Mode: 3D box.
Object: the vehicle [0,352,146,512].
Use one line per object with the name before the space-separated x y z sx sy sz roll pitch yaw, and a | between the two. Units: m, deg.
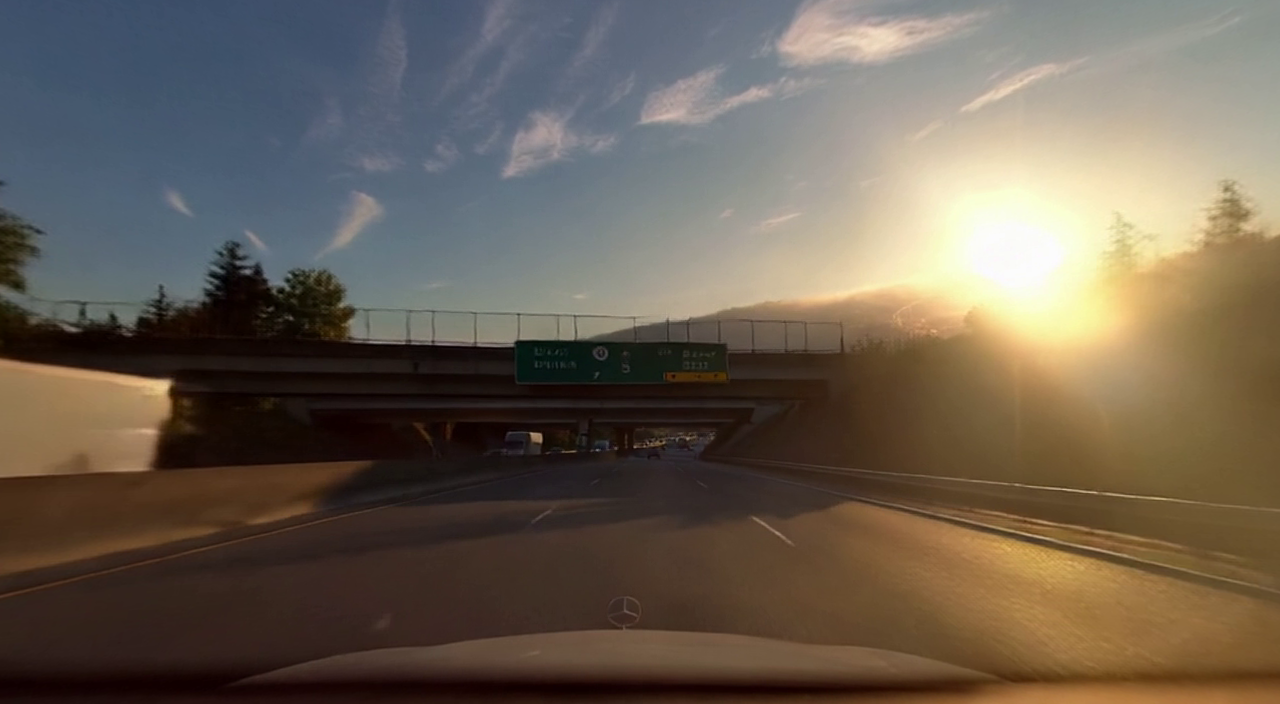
vehicle | -16.863 1.649 13.416 2.895 3.804 11.880 0 -9 1
